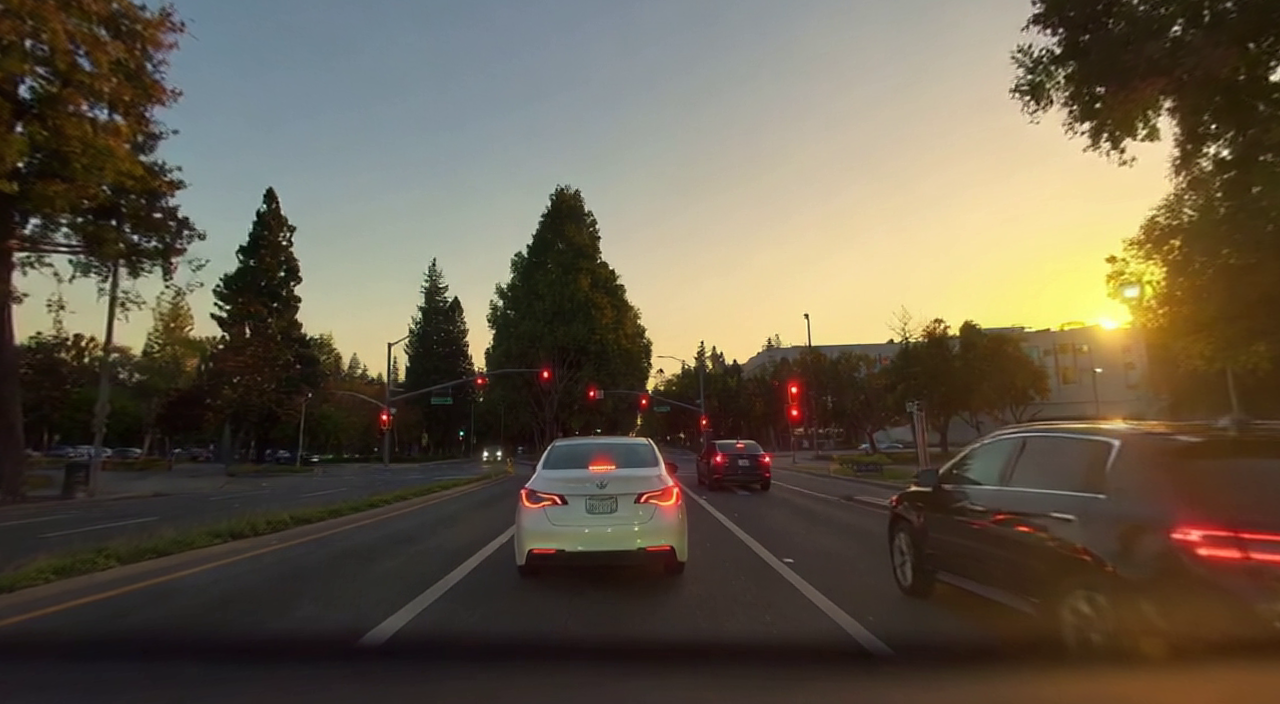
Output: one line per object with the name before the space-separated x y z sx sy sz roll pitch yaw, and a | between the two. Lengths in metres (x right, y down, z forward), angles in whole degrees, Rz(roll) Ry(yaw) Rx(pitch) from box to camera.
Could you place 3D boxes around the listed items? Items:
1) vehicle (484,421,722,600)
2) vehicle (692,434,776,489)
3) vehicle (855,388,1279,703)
vehicle | -0.347 1.609 7.194 2.006 1.487 3.535 0 -9 -1
vehicle | 2.890 3.480 20.349 1.874 1.556 4.116 0 -9 -3
vehicle | 3.167 1.164 4.188 1.910 1.474 4.263 0 -9 -1
